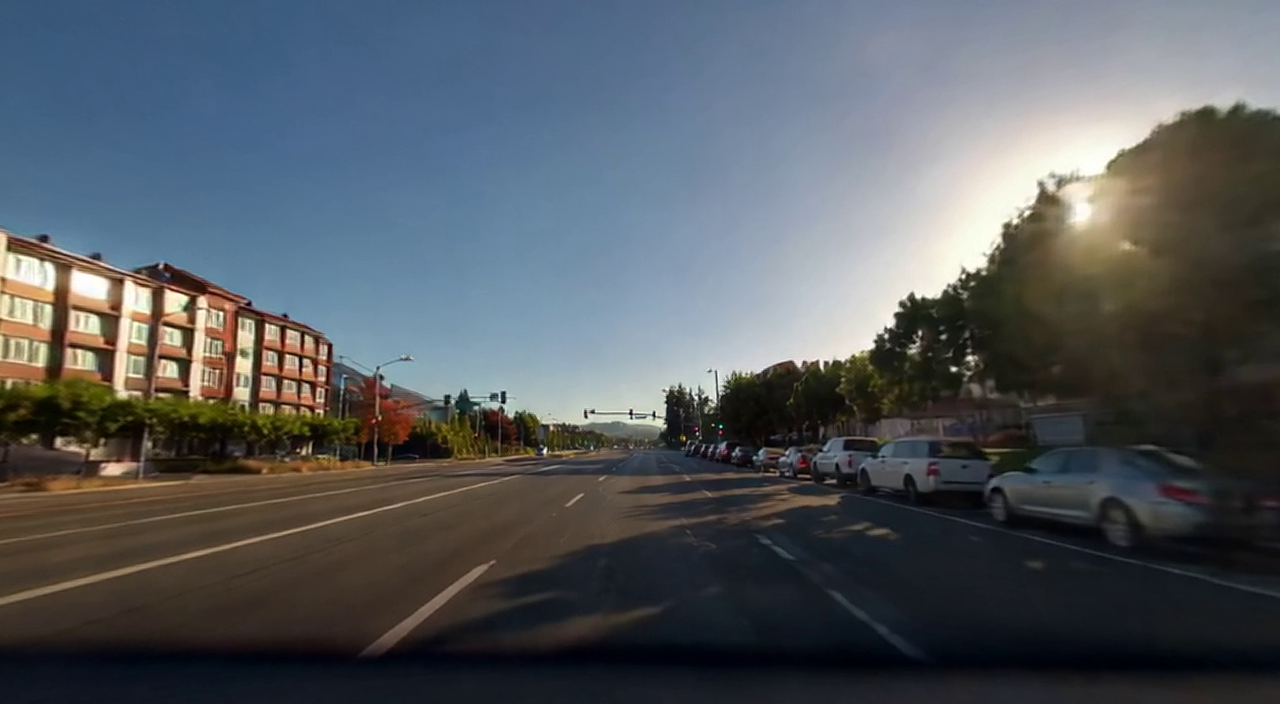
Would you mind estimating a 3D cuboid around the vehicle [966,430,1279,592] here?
[{"bbox_3d":[6.618,1.874,8.430,2.020,1.520,4.876,0,-9,3],"label":"vehicle"}]

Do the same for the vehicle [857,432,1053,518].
[{"bbox_3d":[6.903,2.733,14.584,1.951,1.627,5.113,0,-9,1],"label":"vehicle"}]
